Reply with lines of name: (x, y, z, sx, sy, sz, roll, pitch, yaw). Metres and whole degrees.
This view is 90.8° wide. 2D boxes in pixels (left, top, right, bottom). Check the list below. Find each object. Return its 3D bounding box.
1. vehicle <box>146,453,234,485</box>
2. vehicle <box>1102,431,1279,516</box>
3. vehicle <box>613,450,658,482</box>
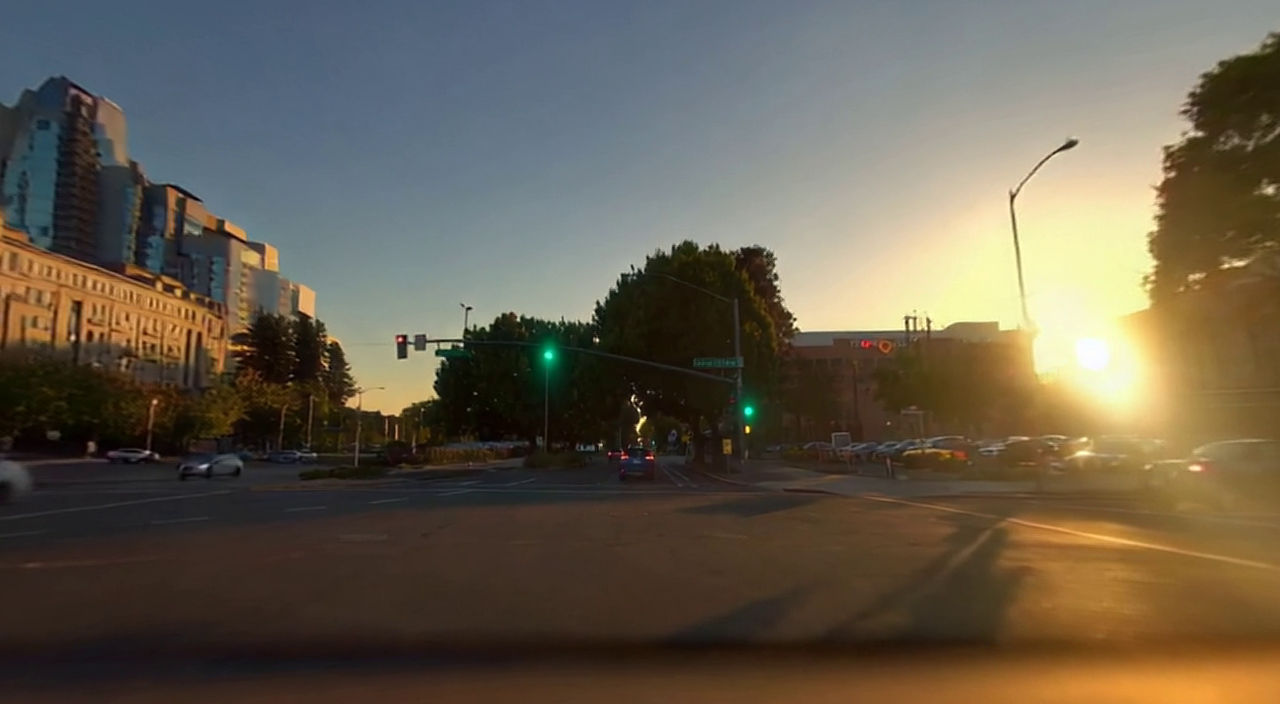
vehicle: (-26.891, 6.972, 37.957, 1.969, 1.693, 4.461, 0, -8, 1)
vehicle: (14.497, 2.866, 15.171, 5.174, 1.878, 2.000, 0, -8, -1)
vehicle: (-0.187, 5.688, 31.818, 2.115, 1.461, 3.976, 0, -8, 1)
